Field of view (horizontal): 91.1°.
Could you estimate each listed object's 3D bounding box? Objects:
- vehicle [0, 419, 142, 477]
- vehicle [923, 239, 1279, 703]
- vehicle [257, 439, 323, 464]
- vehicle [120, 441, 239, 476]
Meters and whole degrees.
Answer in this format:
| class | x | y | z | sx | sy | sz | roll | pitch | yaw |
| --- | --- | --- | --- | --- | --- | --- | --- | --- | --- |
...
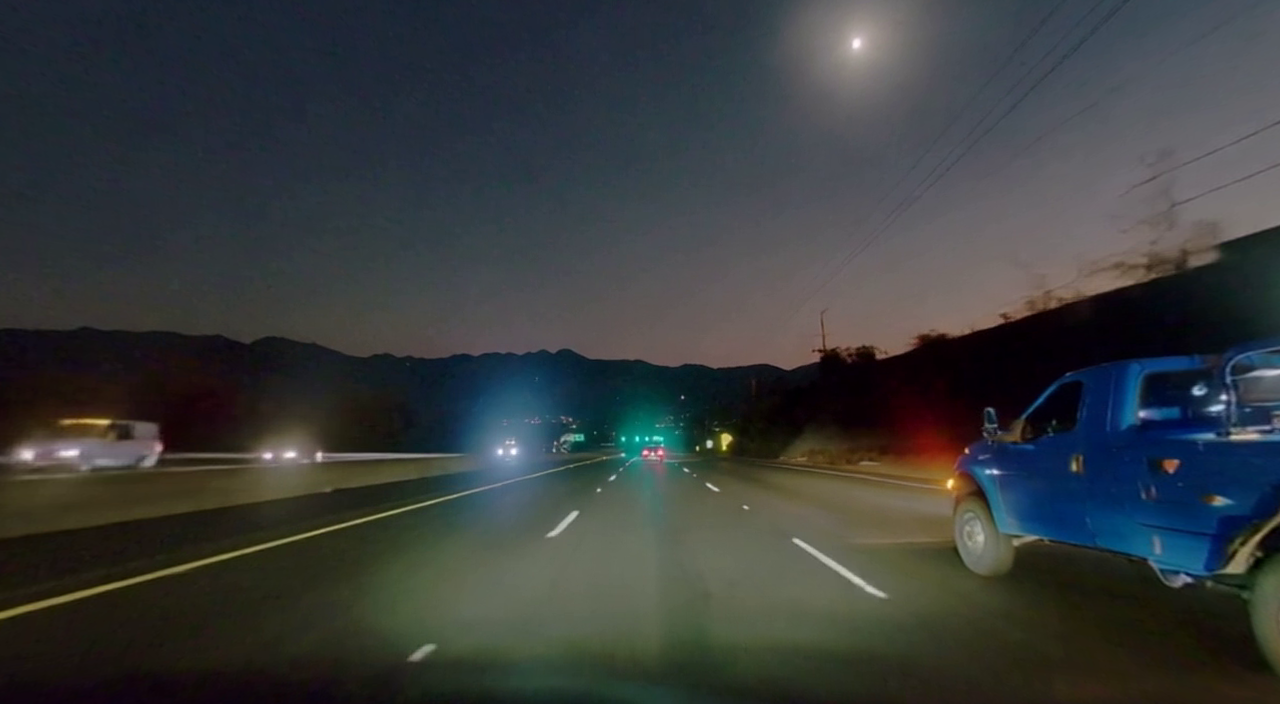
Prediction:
| class | x | y | z | sx | sy | sz | roll | pitch | yaw |
| --- | --- | --- | --- | --- | --- | --- | --- | --- | --- |
| vehicle | -25.412 | 4.212 | 27.629 | 2.331 | 2.254 | 5.541 | 0 | -9 | 1 |
| vehicle | 3.901 | 0.648 | 2.475 | 2.538 | 2.228 | 6.370 | 0 | -9 | 0 |
| vehicle | -25.155 | 7.178 | 45.303 | 1.995 | 1.687 | 4.555 | 0 | -9 | 1 |
| vehicle | -21.161 | 4.893 | 29.143 | 1.904 | 1.488 | 4.675 | 0 | -9 | 1 |
